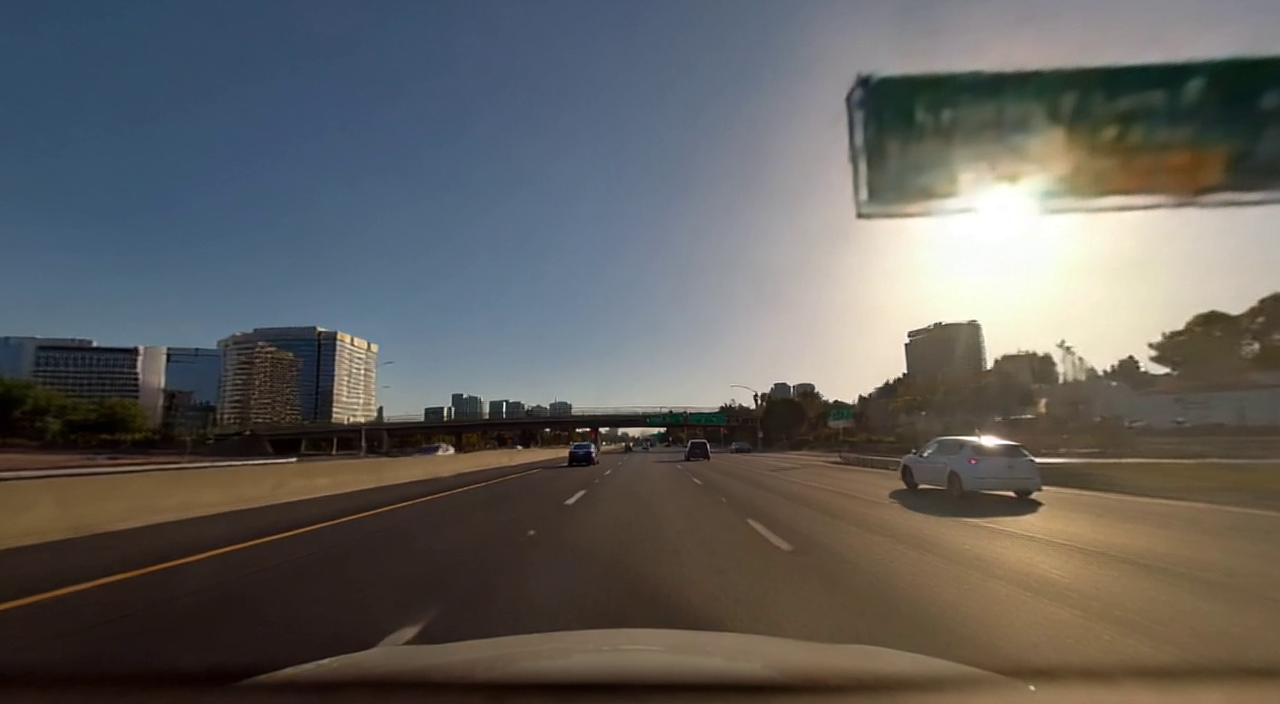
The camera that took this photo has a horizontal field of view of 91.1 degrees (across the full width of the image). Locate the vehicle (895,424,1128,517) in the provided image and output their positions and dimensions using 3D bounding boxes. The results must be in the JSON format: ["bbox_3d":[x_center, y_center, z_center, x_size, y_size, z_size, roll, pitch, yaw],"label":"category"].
[{"bbox_3d":[7.525,2.439,13.496,2.032,1.601,4.863,0,-8,0],"label":"vehicle"}]

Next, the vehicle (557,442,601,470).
[{"bbox_3d":[-3.530,6.150,37.218,2.055,1.533,4.604,-1,-8,1],"label":"vehicle"}]
